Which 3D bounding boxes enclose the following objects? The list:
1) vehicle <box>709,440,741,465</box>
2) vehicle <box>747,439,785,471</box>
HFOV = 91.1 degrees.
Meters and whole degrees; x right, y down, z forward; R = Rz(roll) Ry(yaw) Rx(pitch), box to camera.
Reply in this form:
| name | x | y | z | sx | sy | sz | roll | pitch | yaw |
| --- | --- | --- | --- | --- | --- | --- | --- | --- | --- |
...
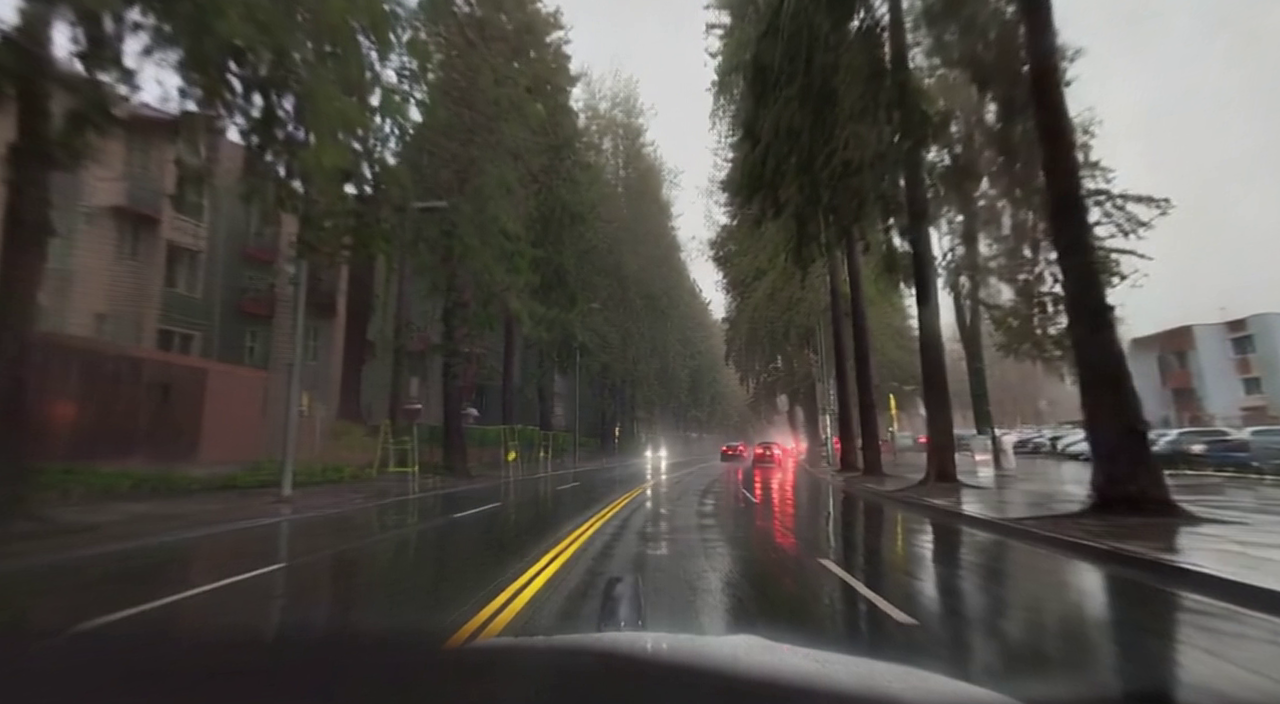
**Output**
| name | x | y | z | sx | sy | sz | roll | pitch | yaw |
| --- | --- | --- | --- | --- | --- | --- | --- | --- | --- |
| vehicle | 6.669 | 7.819 | 48.906 | 2.158 | 1.852 | 4.485 | -2 | -9 | 11 |
| vehicle | 7.673 | 6.286 | 38.605 | 2.069 | 1.791 | 4.422 | -1 | -8 | 9 |
